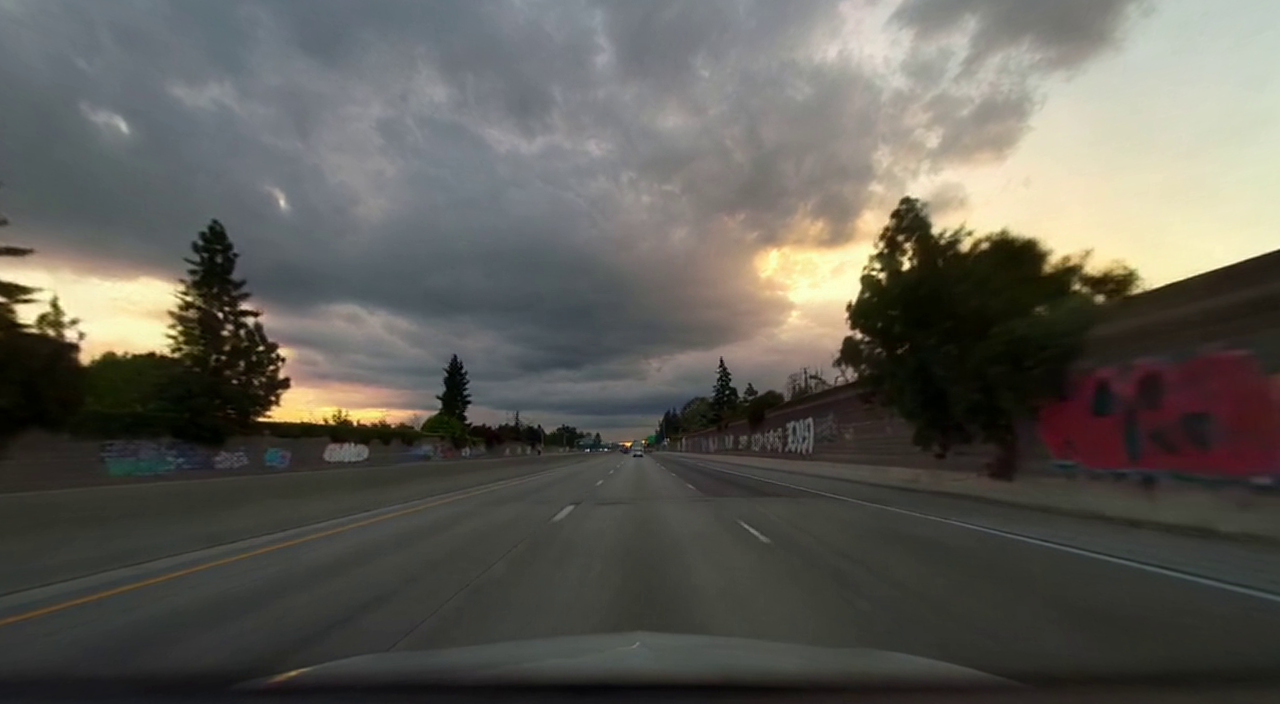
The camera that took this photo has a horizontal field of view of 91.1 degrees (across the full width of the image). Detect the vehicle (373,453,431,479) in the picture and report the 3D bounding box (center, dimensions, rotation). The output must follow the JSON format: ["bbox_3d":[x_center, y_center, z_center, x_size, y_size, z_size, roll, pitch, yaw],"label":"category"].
[{"bbox_3d":[-14.462,6.953,38.451,1.863,1.436,4.463,0,-9,-1],"label":"vehicle"}]
